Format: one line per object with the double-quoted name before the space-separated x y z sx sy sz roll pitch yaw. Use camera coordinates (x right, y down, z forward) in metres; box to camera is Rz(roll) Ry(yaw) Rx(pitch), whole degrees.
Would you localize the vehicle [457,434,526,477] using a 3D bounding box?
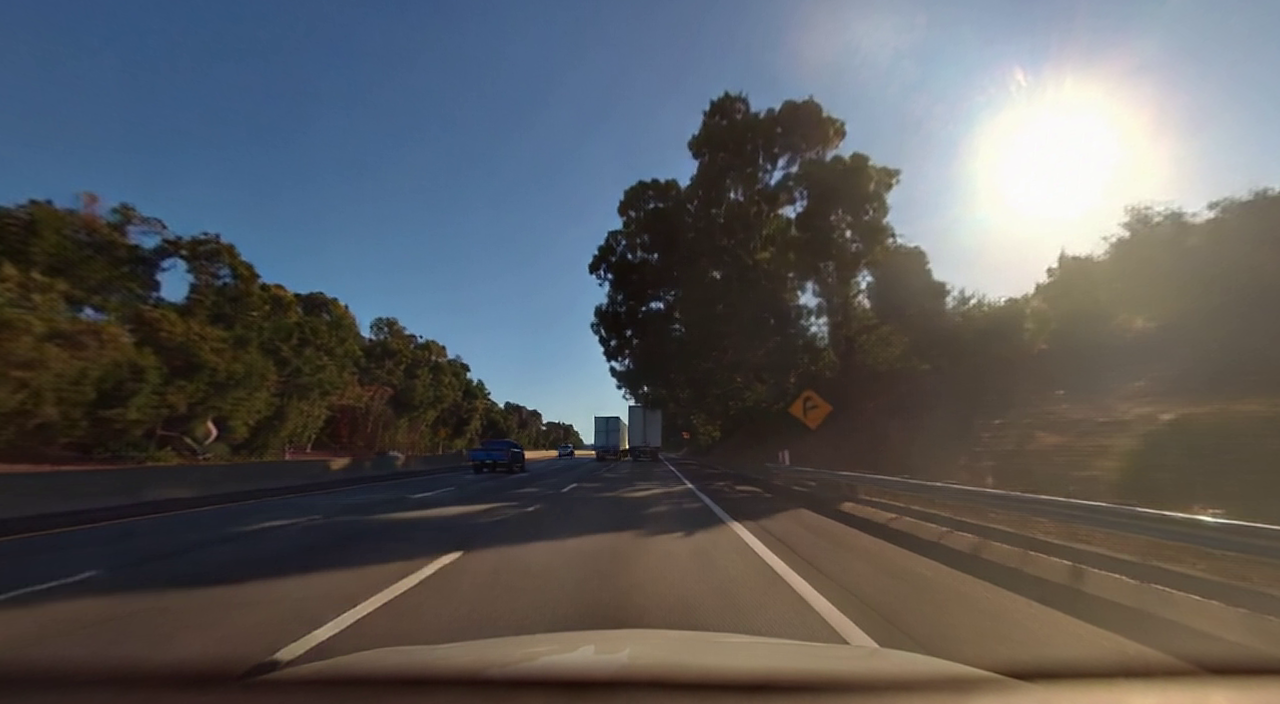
"vehicle" -7.018 4.940 30.378 2.149 1.884 4.627 0 -8 0
